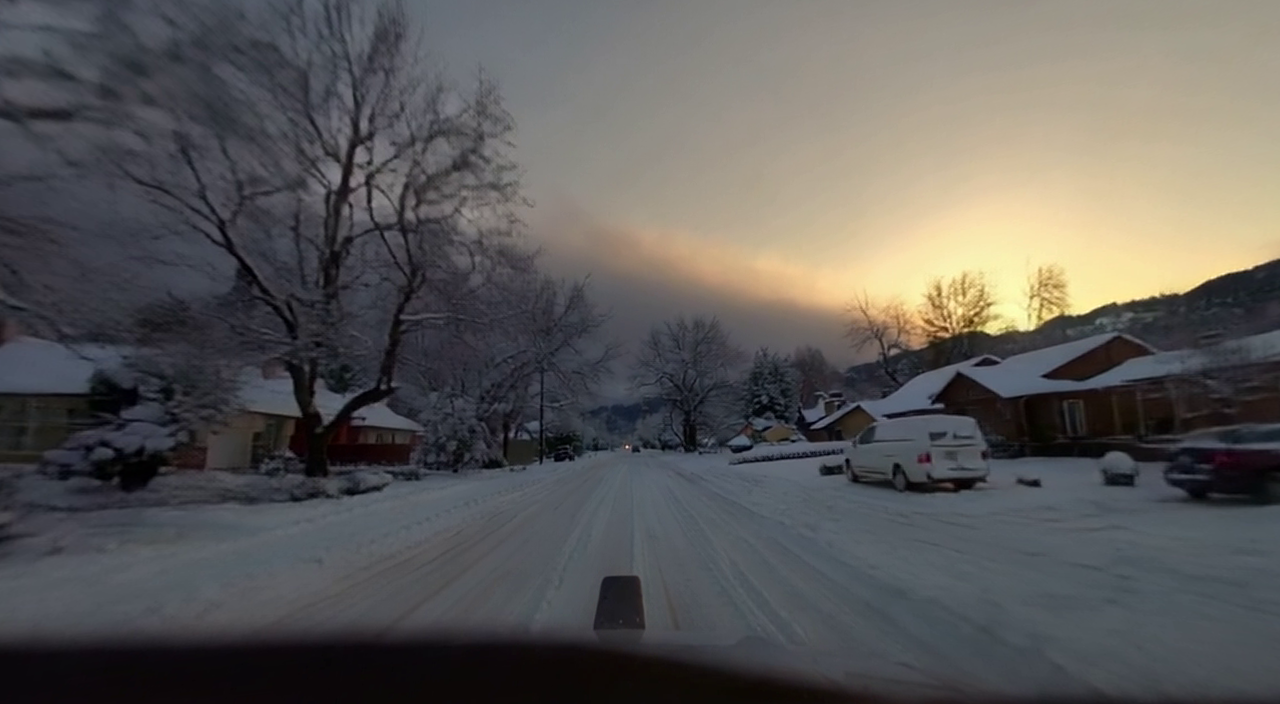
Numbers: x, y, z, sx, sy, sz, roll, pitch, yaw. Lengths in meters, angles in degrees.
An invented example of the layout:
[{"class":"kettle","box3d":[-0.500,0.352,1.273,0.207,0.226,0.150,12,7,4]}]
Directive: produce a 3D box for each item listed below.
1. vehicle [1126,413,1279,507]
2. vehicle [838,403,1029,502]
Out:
[{"class":"vehicle","box3d":[11.594,1.888,11.224,4.300,1.490,1.916,0,-9,-1]},{"class":"vehicle","box3d":[6.966,2.487,15.794,2.233,1.923,4.848,-4,-9,-1]}]
